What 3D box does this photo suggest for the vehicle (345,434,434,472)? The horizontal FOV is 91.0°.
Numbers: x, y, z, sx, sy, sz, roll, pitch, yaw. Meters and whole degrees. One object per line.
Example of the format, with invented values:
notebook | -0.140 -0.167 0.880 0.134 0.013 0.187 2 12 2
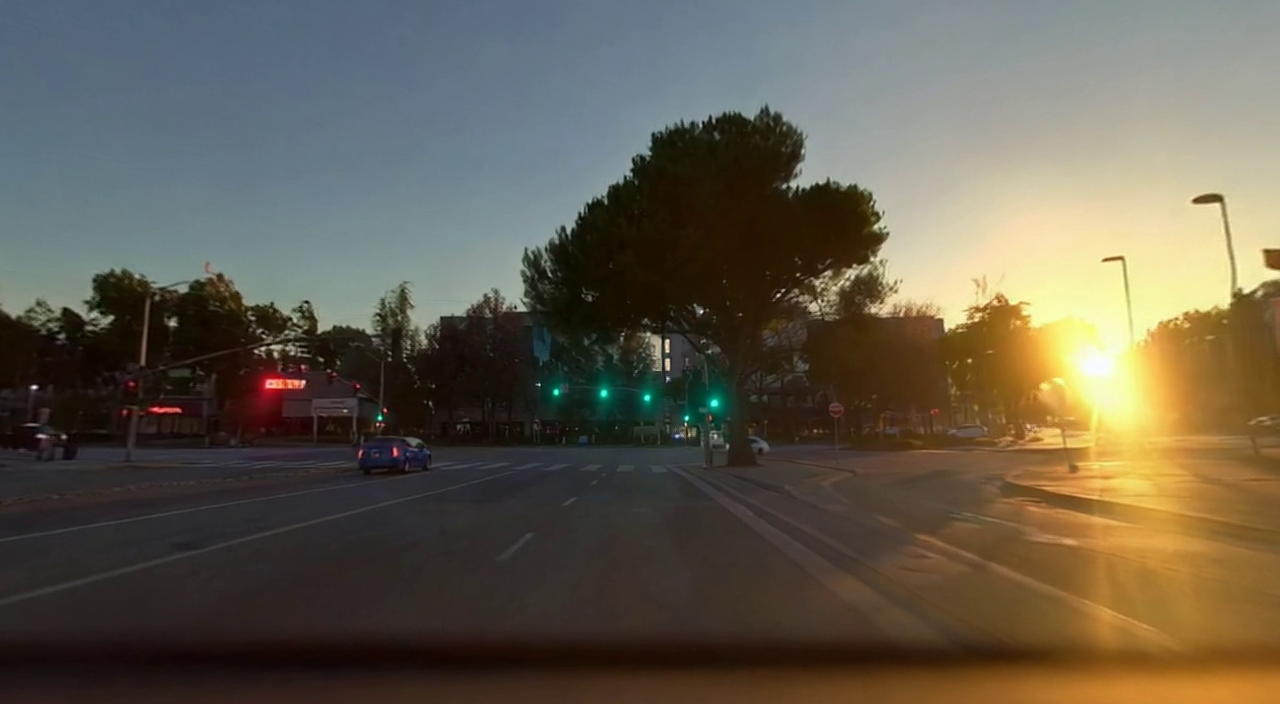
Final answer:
vehicle | -10.731 4.368 27.417 1.924 1.502 4.727 0 -9 0
